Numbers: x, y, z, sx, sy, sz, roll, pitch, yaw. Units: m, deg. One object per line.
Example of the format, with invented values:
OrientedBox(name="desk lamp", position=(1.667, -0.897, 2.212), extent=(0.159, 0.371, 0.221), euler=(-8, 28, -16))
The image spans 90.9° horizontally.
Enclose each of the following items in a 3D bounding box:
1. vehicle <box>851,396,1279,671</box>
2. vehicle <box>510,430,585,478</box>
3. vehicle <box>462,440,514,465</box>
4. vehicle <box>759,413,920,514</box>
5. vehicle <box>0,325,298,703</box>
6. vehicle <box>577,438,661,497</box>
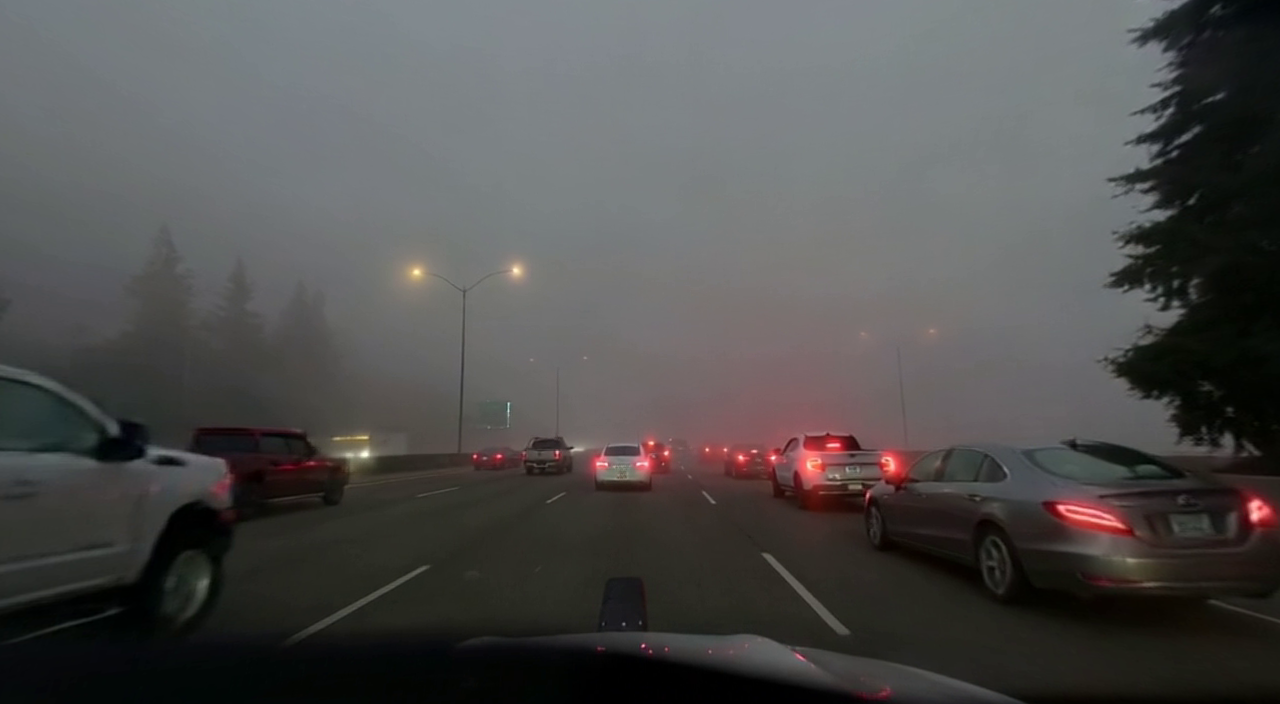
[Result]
OrientedBox(name="vehicle", position=(3.757, 1.369, 5.926), extent=(1.984, 1.567, 4.475), euler=(0, -8, 0))
OrientedBox(name="vehicle", position=(-3.787, 4.319, 26.917), extent=(2.110, 1.811, 5.585), euler=(0, -8, 2))
OrientedBox(name="vehicle", position=(-9.885, 6.582, 41.398), extent=(1.907, 1.508, 4.608), euler=(-1, -8, 4))
OrientedBox(name="vehicle", position=(3.992, 2.331, 13.590), extent=(1.999, 1.777, 4.578), euler=(0, -8, 1))
OrientedBox(name="vehicle", position=(-4.258, 0.752, 2.492), extent=(2.395, 1.892, 5.995), euler=(0, -8, 1))
OrientedBox(name="vehicle", position=(-0.455, 3.156, 17.664), extent=(2.070, 1.456, 4.029), euler=(0, -8, 2))
